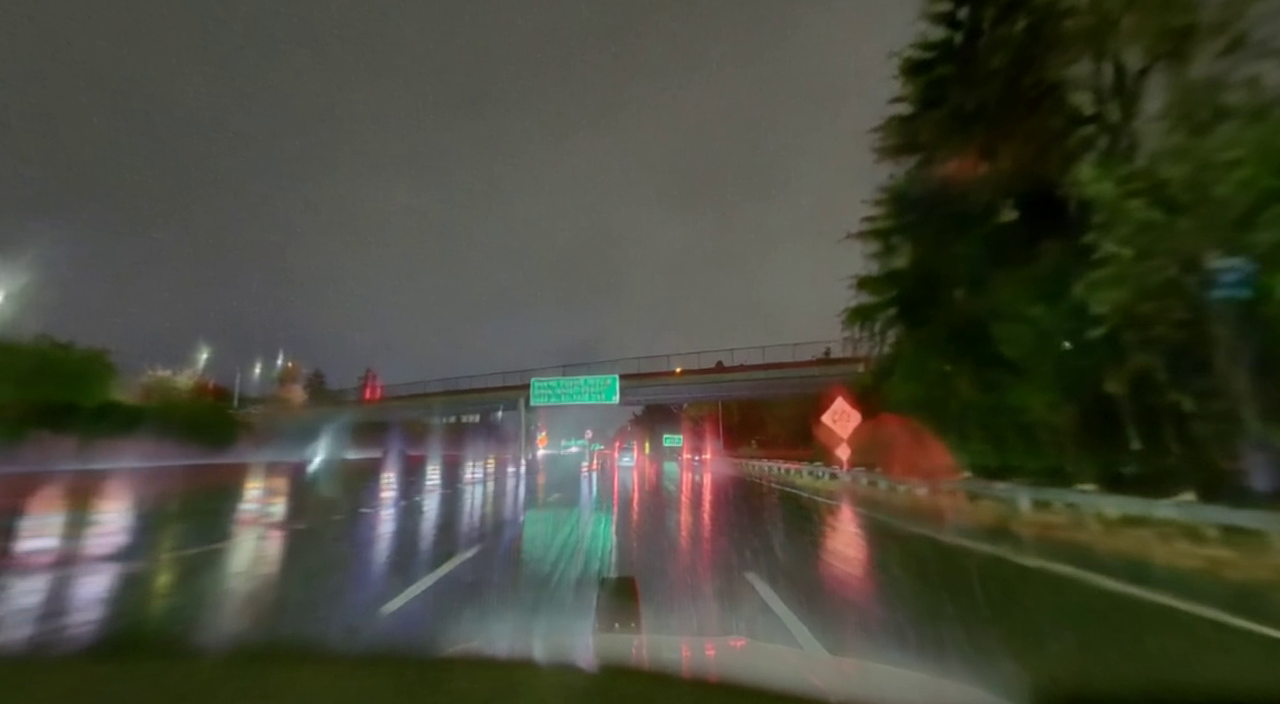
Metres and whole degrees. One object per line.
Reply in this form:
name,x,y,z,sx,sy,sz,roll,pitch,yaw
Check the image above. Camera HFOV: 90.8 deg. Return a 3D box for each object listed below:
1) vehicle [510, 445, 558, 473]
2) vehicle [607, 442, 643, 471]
vehicle,-5.924,6.012,35.748,1.997,1.507,4.248,0,-9,-1
vehicle,-0.889,6.332,38.373,2.109,1.638,3.856,0,-9,-1
